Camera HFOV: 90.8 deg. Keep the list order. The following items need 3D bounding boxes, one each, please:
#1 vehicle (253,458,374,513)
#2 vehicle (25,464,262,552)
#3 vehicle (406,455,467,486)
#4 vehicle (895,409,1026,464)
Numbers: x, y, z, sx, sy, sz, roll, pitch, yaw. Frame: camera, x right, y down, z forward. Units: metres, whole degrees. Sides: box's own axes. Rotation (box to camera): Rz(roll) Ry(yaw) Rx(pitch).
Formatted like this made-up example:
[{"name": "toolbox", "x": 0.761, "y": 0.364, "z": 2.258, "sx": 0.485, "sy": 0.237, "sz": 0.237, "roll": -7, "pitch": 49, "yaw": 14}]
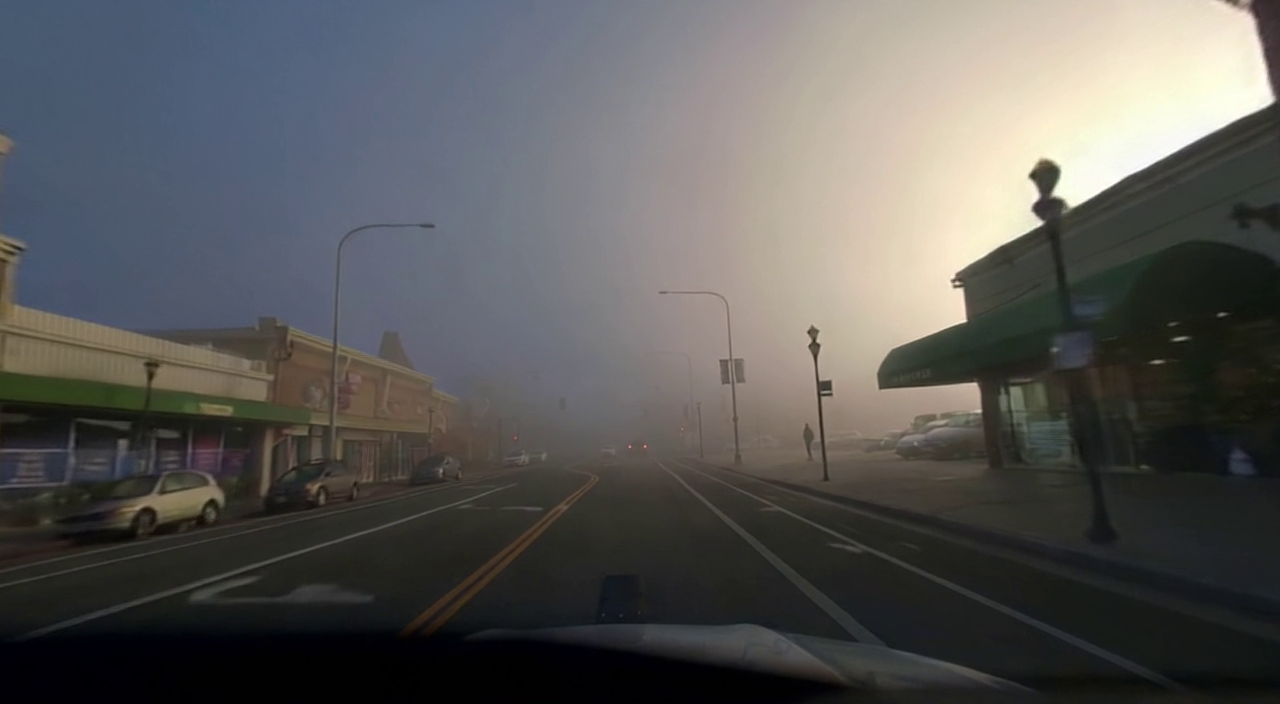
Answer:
[{"name": "vehicle", "x": -10.844, "y": 4.422, "z": 21.383, "sx": 1.837, "sy": 1.586, "sz": 4.155, "roll": 0, "pitch": -8, "yaw": 1}, {"name": "vehicle", "x": -10.773, "y": 3.362, "z": 14.249, "sx": 1.784, "sy": 1.502, "sz": 4.344, "roll": 0, "pitch": -8, "yaw": 0}, {"name": "vehicle", "x": -10.914, "y": 6.371, "z": 34.214, "sx": 1.828, "sy": 1.470, "sz": 4.523, "roll": 0, "pitch": -8, "yaw": 0}, {"name": "vehicle", "x": 12.735, "y": 3.459, "z": 25.614, "sx": 2.532, "sy": 1.997, "sz": 5.001, "roll": 0, "pitch": -9, "yaw": -2}]
